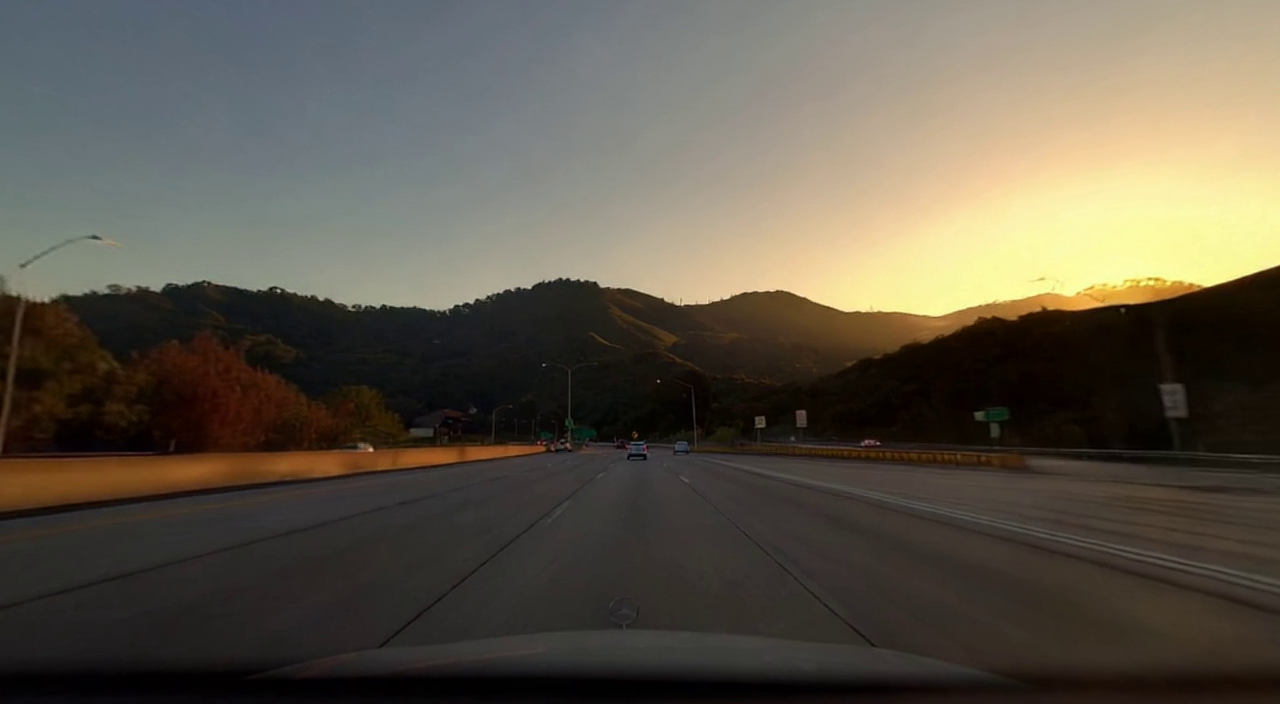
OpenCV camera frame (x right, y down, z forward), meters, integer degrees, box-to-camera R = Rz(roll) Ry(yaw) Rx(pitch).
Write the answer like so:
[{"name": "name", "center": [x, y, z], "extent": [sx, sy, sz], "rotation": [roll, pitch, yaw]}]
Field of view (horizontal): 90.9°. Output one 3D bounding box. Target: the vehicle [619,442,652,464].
[{"name": "vehicle", "center": [-0.395, 7.028, 44.079], "extent": [2.193, 1.497, 4.337], "rotation": [0, -8, -2]}]

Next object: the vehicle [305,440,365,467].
[{"name": "vehicle", "center": [-21.735, 7.231, 45.151], "extent": [1.995, 1.854, 4.706], "rotation": [0, -8, -1]}]
